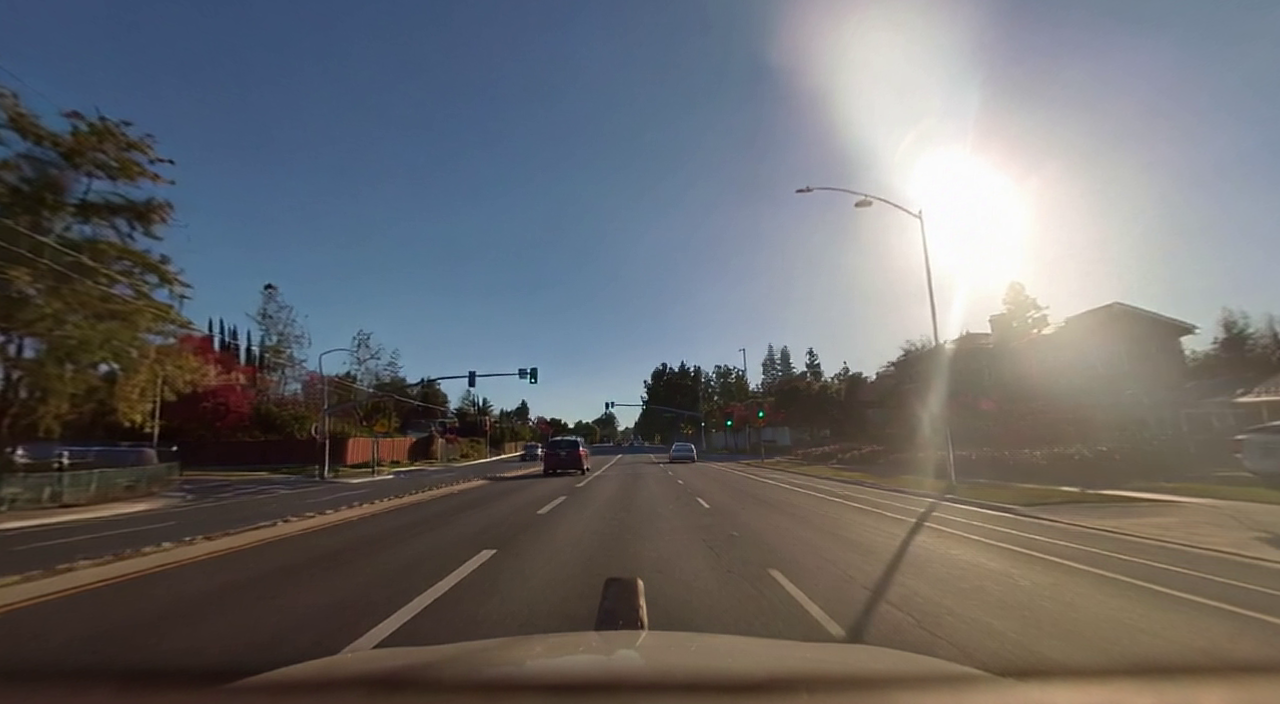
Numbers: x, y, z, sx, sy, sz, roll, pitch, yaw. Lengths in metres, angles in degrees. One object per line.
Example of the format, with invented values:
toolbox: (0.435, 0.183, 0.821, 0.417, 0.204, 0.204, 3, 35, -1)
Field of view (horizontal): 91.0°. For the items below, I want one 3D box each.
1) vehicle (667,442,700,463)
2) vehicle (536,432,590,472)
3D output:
vehicle: (3.145, 7.369, 46.308, 2.105, 1.490, 4.008, 0, -9, -1)
vehicle: (-3.734, 4.974, 31.361, 2.078, 1.832, 4.746, 0, -9, 0)
